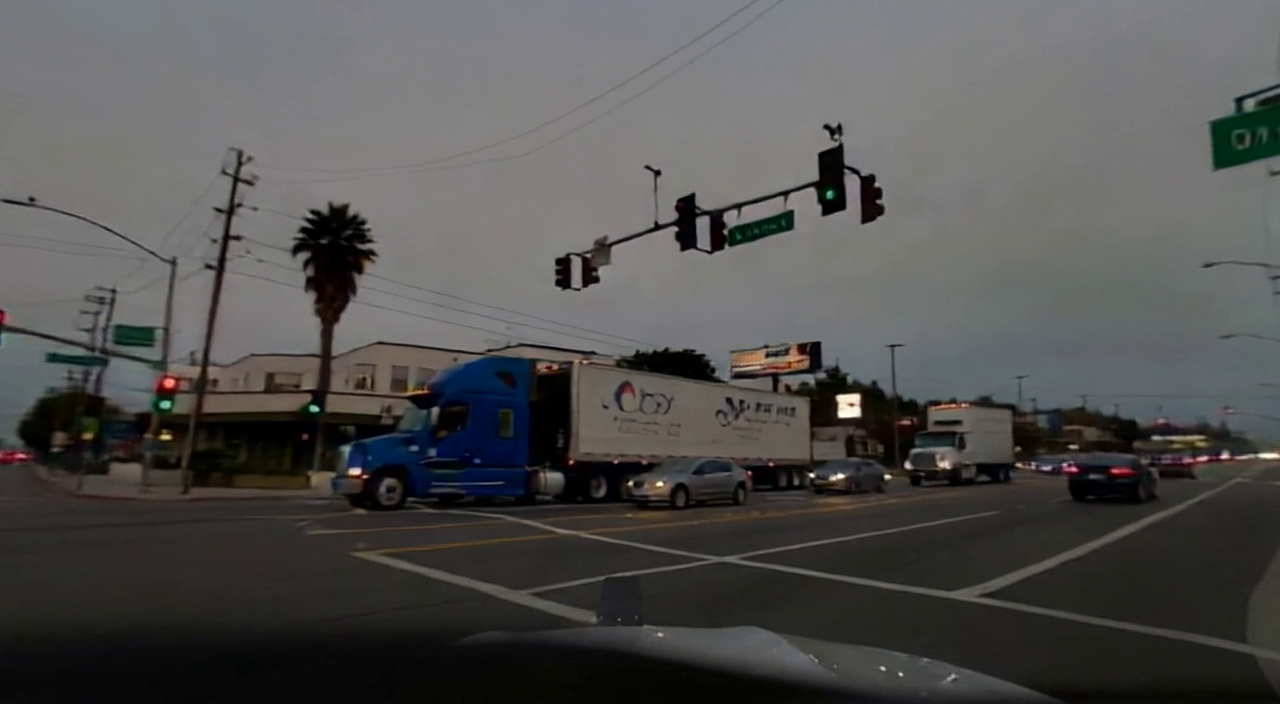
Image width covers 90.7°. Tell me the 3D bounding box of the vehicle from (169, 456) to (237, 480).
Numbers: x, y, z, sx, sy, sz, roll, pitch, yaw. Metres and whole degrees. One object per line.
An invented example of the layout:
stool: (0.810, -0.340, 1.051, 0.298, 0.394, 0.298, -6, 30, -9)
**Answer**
vehicle: (-33.157, 8.756, 48.010, 3.909, 1.655, 1.754, 8, -12, -42)

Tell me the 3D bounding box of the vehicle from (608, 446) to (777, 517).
vehicle: (1.623, 3.610, 18.095, 4.958, 1.510, 1.949, 5, -12, -44)

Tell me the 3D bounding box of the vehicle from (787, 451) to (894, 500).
vehicle: (7.818, 4.710, 24.438, 4.443, 1.512, 1.919, 5, -12, -44)

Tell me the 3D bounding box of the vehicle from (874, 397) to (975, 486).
vehicle: (13.624, 4.288, 30.335, 3.372, 3.903, 3.027, 7, -12, -42)

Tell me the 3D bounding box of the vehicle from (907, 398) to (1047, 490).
vehicle: (17.921, 4.763, 33.300, 9.012, 4.193, 3.434, 6, -11, -43)

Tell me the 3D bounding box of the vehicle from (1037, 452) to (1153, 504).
vehicle: (15.091, 4.057, 20.856, 5.114, 1.492, 2.040, 8, -12, -43)

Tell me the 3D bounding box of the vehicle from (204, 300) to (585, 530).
vehicle: (-5.541, 1.753, 15.912, 8.167, 4.352, 3.029, 9, -13, -44)

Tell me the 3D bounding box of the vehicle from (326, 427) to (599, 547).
vehicle: (-3.553, 2.680, 13.396, 2.200, 1.893, 5.079, -12, -12, 43)
